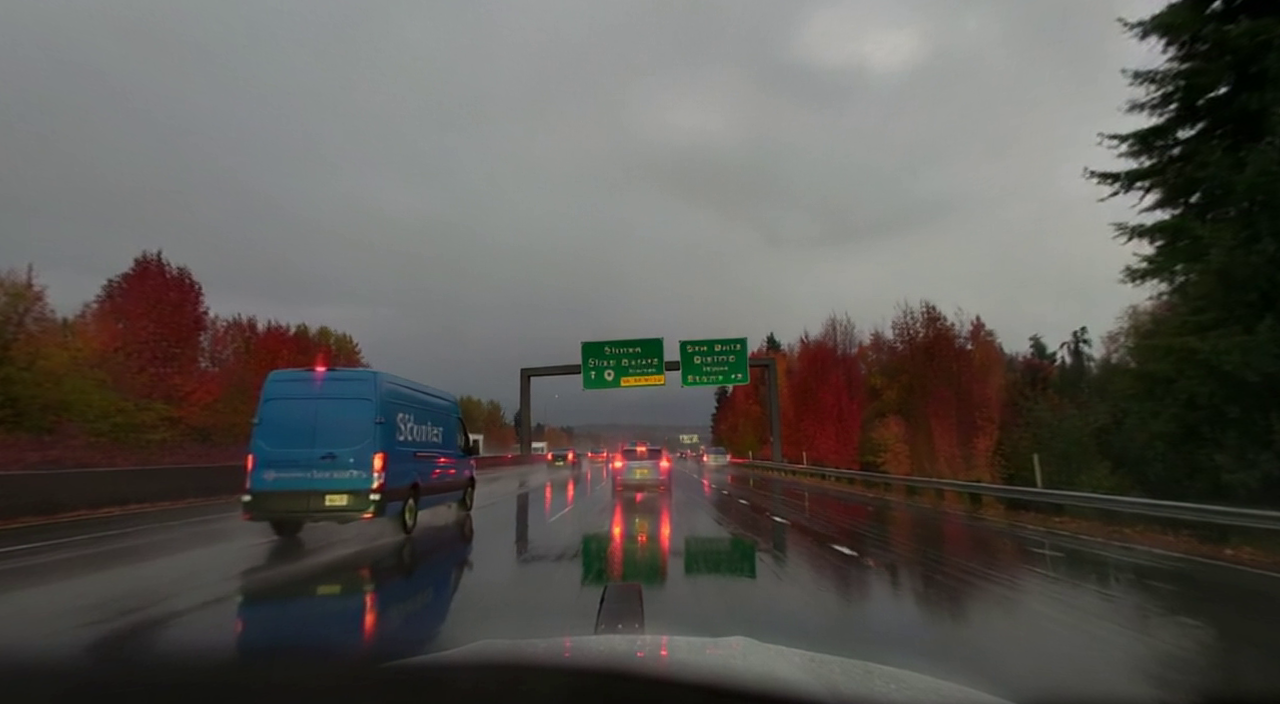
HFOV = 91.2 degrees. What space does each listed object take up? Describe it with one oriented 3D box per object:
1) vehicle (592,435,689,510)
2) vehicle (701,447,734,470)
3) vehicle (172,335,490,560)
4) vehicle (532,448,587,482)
[{"bbox_3d":[0.019,3.051,16.326,2.195,1.679,4.070,0,-9,1],"label":"vehicle"},{"bbox_3d":[5.511,7.642,45.124,1.962,1.503,4.432,-1,-9,2],"label":"vehicle"},{"bbox_3d":[-4.397,1.568,10.486,2.275,2.692,5.810,0,-9,0],"label":"vehicle"},{"bbox_3d":[-3.759,5.353,29.998,2.015,1.496,4.312,0,-9,1],"label":"vehicle"}]
